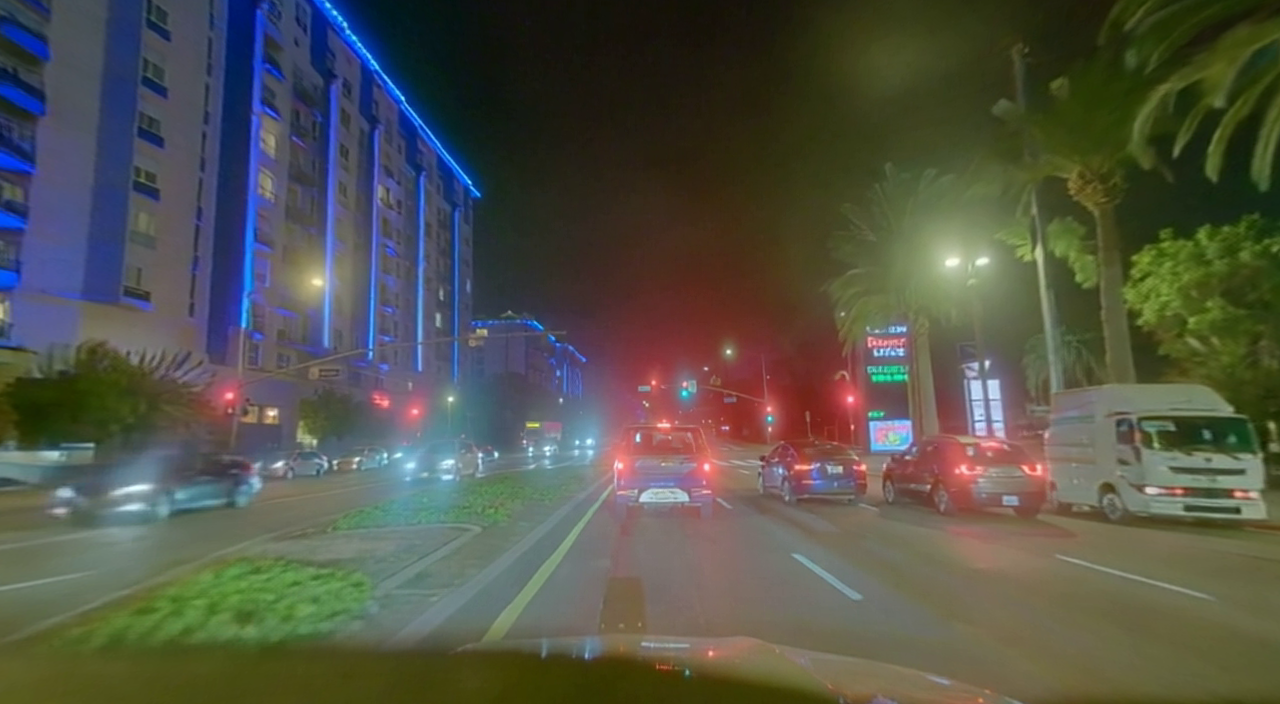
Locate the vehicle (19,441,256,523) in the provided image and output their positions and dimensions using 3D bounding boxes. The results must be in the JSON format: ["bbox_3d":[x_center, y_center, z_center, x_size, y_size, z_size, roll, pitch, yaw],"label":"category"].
[{"bbox_3d":[-11.872,3.056,15.435,2.134,1.699,4.342,0,-9,1],"label":"vehicle"}]

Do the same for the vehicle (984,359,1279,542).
[{"bbox_3d":[10.429,1.903,13.644,2.663,3.061,5.602,-2,-5,-1],"label":"vehicle"}]

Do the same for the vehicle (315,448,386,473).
[{"bbox_3d":[-18.440,6.932,40.465,2.070,1.499,4.851,-1,-9,3],"label":"vehicle"}]

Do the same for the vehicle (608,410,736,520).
[{"bbox_3d":[0.649,2.614,15.058,2.487,2.115,5.444,0,-9,1],"label":"vehicle"}]

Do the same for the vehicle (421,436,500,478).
[{"bbox_3d":[-8.003,4.740,28.603,2.050,1.725,4.677,-1,-9,2],"label":"vehicle"}]

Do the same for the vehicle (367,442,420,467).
[{"bbox_3d":[-17.990,7.498,46.336,1.965,1.747,4.461,-1,-9,2],"label":"vehicle"}]

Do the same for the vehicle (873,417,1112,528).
[{"bbox_3d":[7.313,2.566,14.018,2.215,1.973,5.323,0,-9,0],"label":"vehicle"}]

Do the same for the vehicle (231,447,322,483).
[{"bbox_3d":[-18.721,5.809,32.774,1.972,1.694,4.466,0,-9,1],"label":"vehicle"}]

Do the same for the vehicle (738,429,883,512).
[{"bbox_3d":[4.029,2.910,15.959,2.283,1.738,4.916,0,-9,0],"label":"vehicle"}]
